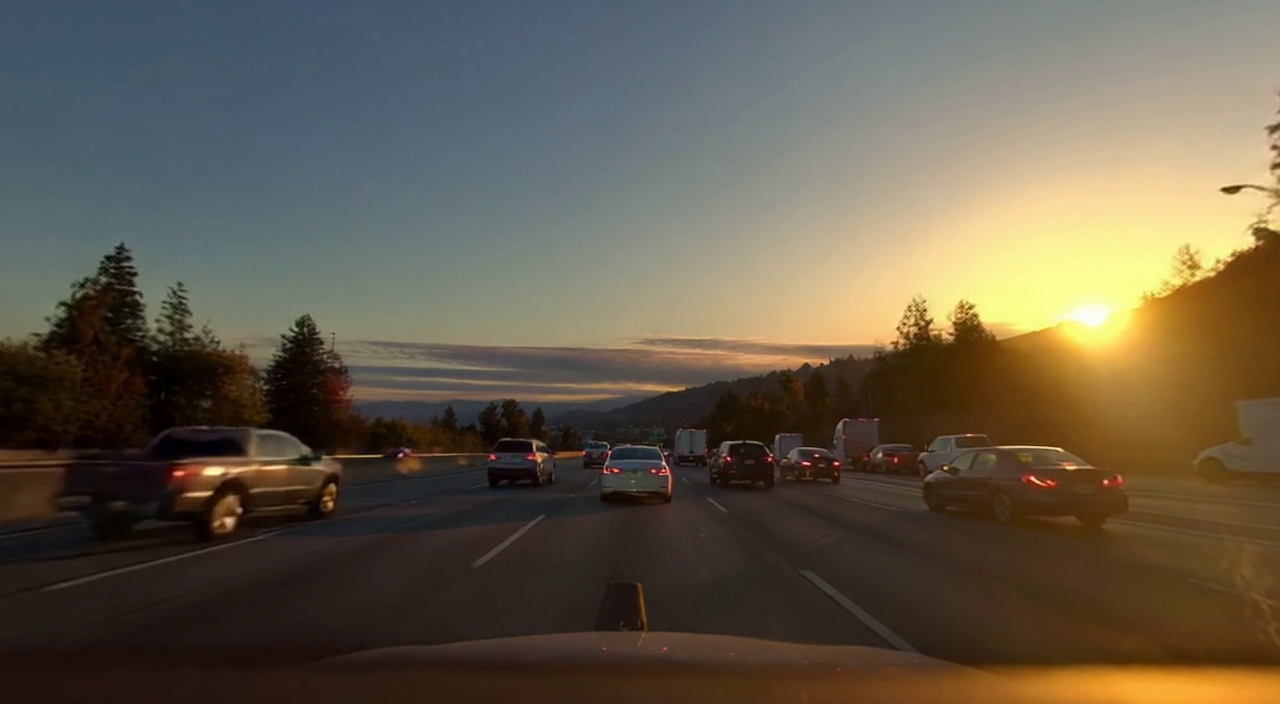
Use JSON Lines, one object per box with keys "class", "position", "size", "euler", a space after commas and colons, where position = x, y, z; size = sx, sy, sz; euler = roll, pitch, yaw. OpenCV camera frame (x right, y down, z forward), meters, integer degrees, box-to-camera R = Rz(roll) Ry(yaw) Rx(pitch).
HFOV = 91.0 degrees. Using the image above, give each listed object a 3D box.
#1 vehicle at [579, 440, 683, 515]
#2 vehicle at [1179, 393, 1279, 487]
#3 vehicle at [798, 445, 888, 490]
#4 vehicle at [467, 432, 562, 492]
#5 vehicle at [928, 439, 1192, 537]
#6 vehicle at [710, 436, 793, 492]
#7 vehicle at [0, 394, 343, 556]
{"class": "vehicle", "position": [-0.151, 2.868, 14.905], "size": [2.132, 1.499, 4.038], "euler": [0, -9, 1]}
{"class": "vehicle", "position": [29.230, 3.779, 27.306], "size": [2.957, 4.007, 8.656], "euler": [0, -9, -8]}
{"class": "vehicle", "position": [7.393, 4.216, 23.379], "size": [1.942, 1.482, 4.250], "euler": [0, -9, 0]}
{"class": "vehicle", "position": [-3.935, 3.555, 20.665], "size": [2.079, 1.741, 4.436], "euler": [0, -9, 2]}
{"class": "vehicle", "position": [7.622, 2.485, 12.166], "size": [2.021, 1.505, 4.480], "euler": [0, -9, 0]}
{"class": "vehicle", "position": [3.610, 3.718, 21.165], "size": [2.053, 1.666, 4.106], "euler": [0, -9, 0]}
{"class": "vehicle", "position": [-7.950, 1.987, 10.926], "size": [2.487, 1.986, 6.157], "euler": [0, -9, 1]}
